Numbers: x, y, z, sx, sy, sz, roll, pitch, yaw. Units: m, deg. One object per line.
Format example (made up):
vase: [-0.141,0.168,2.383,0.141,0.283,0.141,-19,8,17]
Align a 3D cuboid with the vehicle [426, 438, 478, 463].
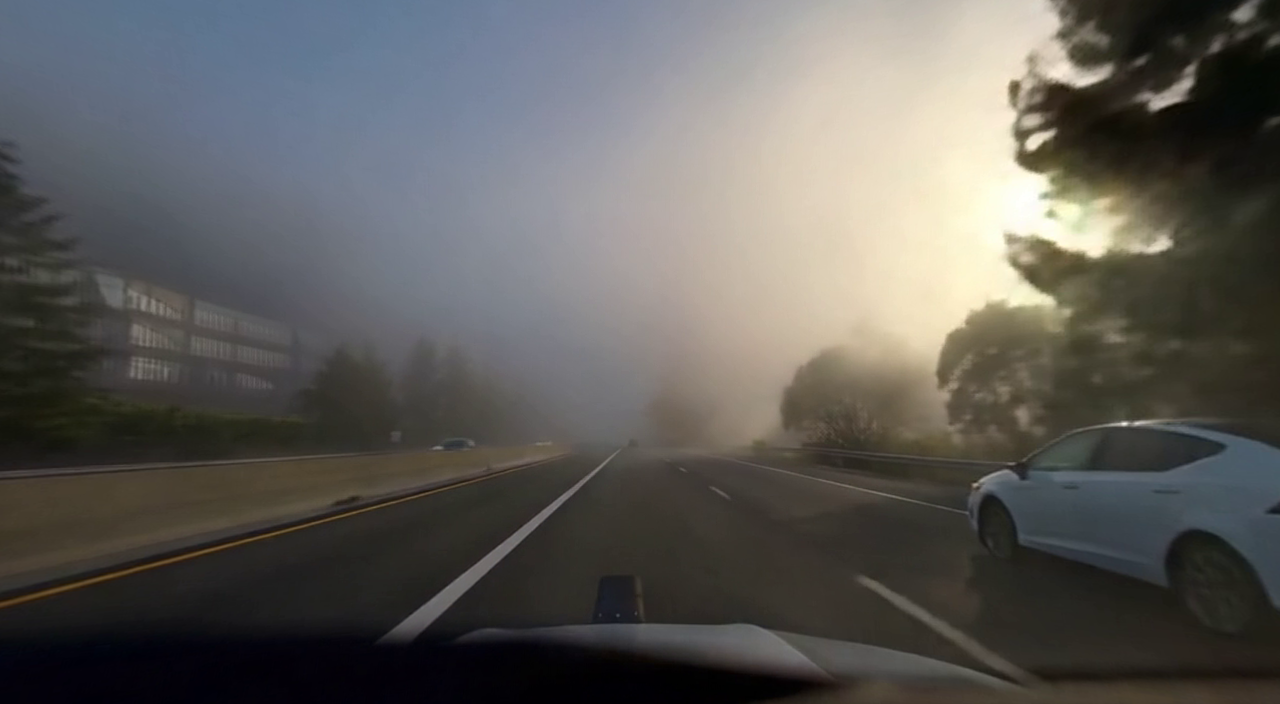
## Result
vehicle: [-12.196,6.387,41.186,1.998,1.519,4.537,0,-8,0]

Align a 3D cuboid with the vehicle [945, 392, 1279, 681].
vehicle: [4.577,1.206,4.814,2.095,1.587,4.638,0,-8,-1]

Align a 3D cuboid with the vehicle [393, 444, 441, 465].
vehicle: [-16.597,7.618,47.096,2.045,1.448,4.278,0,-8,0]
